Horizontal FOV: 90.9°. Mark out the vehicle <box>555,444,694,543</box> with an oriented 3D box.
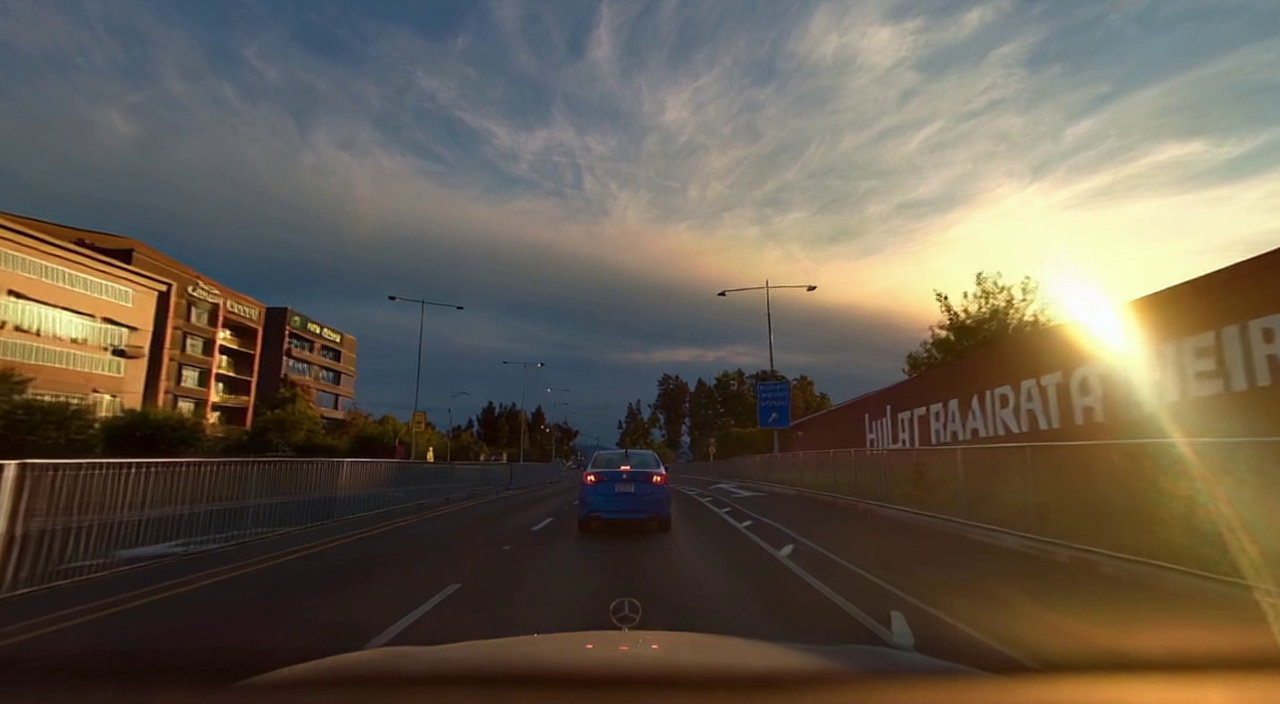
[{"bbox_3d":[-0.238,2.415,11.414,2.063,1.442,3.933,0,-9,0],"label":"vehicle"}]
